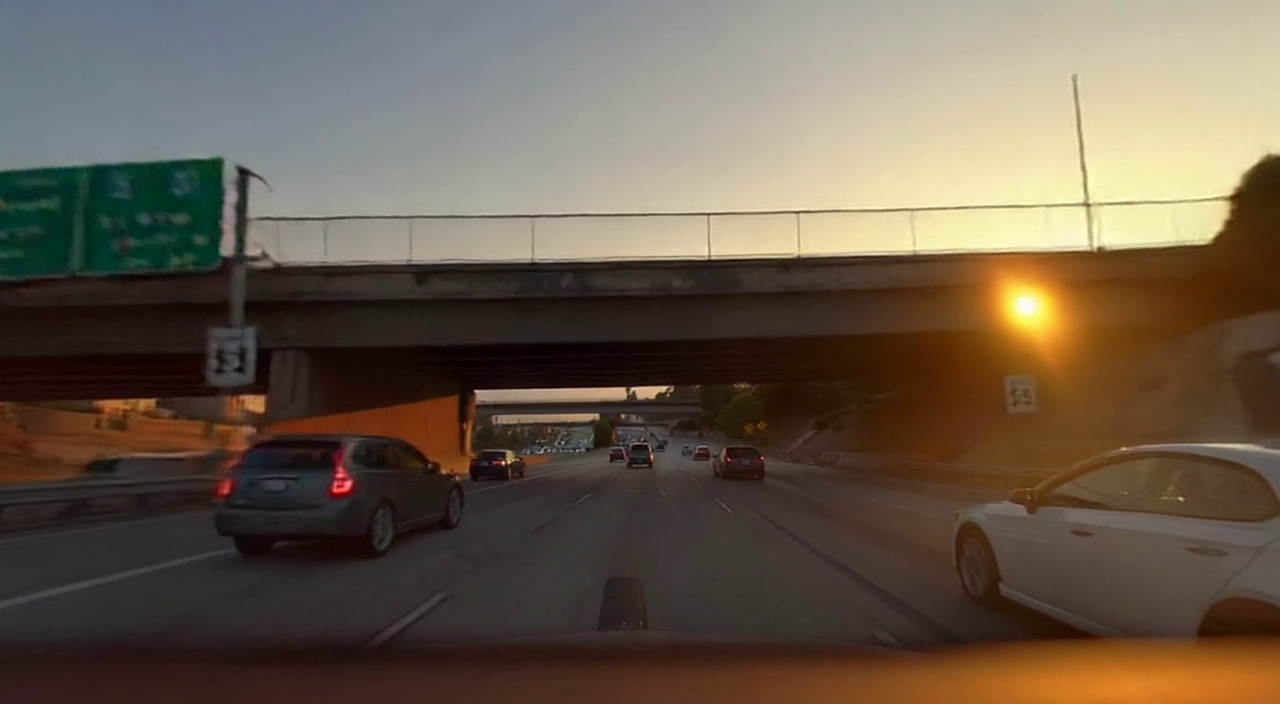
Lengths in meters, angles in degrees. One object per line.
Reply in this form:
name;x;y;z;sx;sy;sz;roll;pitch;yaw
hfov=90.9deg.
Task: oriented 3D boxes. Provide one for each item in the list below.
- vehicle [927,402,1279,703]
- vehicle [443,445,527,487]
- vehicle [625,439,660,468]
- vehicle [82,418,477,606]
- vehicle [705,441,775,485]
vehicle;3.724;1.145;3.877;1.912;1.509;4.291;0;-8;0
vehicle;-6.057;4.471;25.200;2.050;1.507;4.375;-1;-8;3
vehicle;0.140;6.651;41.404;2.183;1.764;4.134;0;-8;0
vehicle;-3.603;1.666;7.518;2.136;1.571;4.285;0;-8;0
vehicle;3.564;4.003;23.134;1.854;1.438;3.954;0;-8;-1
